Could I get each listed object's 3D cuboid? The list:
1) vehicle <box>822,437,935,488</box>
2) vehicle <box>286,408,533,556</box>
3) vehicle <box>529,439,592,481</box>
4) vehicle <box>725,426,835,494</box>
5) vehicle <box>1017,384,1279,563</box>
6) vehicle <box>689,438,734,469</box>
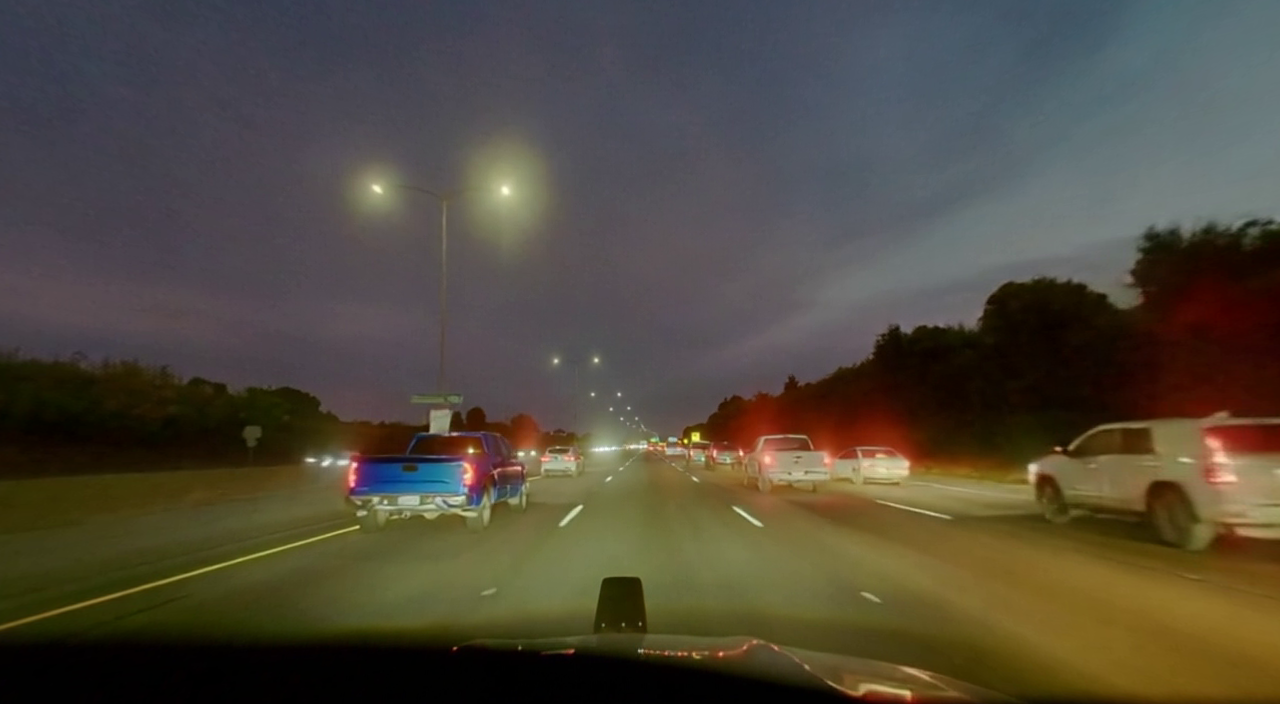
[{"bbox_3d":[7.632,3.564,20.736,1.904,1.473,4.598,0,-8,0],"label":"vehicle"},{"bbox_3d":[-3.204,1.927,10.087,2.139,1.764,4.707,-1,-8,0],"label":"vehicle"},{"bbox_3d":[-3.297,4.565,27.073,1.974,1.589,5.047,-1,-8,1],"label":"vehicle"},{"bbox_3d":[4.032,3.201,19.107,2.144,1.752,4.765,0,-8,-1],"label":"vehicle"},{"bbox_3d":[7.797,1.595,8.882,2.067,1.869,4.657,-1,-8,0],"label":"vehicle"},{"bbox_3d":[4.135,5.971,37.319,2.023,1.670,4.869,0,-8,-1],"label":"vehicle"}]
